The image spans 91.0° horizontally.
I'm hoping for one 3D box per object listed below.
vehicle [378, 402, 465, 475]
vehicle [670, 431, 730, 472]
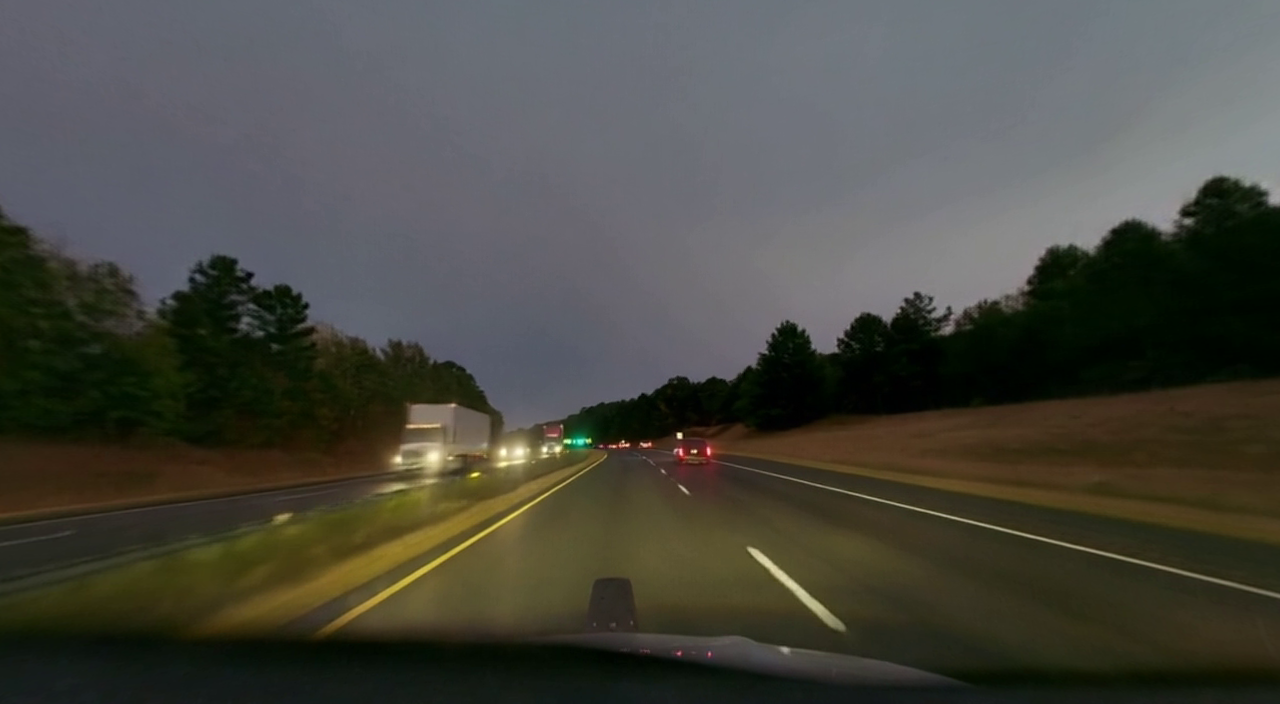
[{"bbox_3d":[-12.446,5.005,36.429,3.000,3.815,5.831,0,-8,-2],"label":"vehicle"},{"bbox_3d":[2.589,4.418,28.105,2.043,1.673,4.016,0,-8,-3],"label":"vehicle"}]
